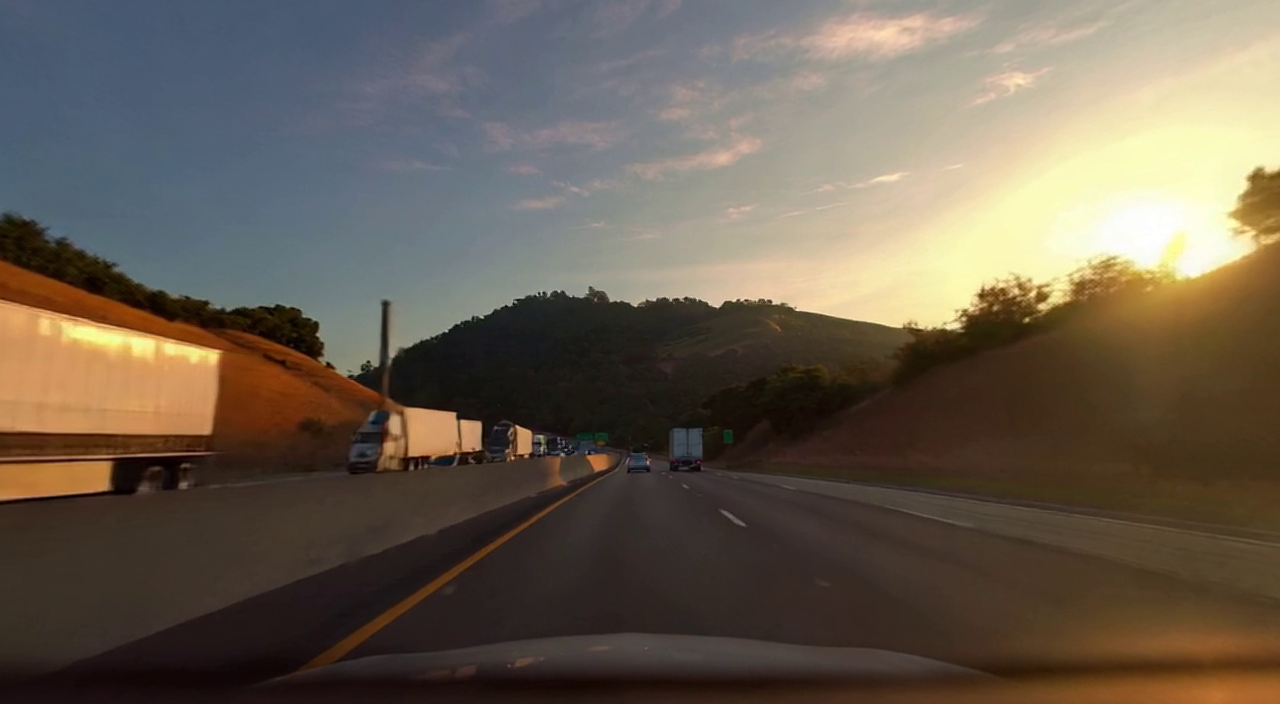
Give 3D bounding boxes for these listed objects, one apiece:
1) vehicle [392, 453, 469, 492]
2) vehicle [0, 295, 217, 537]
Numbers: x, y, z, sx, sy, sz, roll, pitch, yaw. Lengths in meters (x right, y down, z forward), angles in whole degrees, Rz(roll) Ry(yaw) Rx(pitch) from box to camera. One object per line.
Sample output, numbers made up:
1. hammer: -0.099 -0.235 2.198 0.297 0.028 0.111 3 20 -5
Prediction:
1. vehicle: -8.633 4.982 26.369 1.844 1.467 3.930 1 -9 0
2. vehicle: -12.367 0.839 9.044 2.839 4.089 14.047 0 -9 0
